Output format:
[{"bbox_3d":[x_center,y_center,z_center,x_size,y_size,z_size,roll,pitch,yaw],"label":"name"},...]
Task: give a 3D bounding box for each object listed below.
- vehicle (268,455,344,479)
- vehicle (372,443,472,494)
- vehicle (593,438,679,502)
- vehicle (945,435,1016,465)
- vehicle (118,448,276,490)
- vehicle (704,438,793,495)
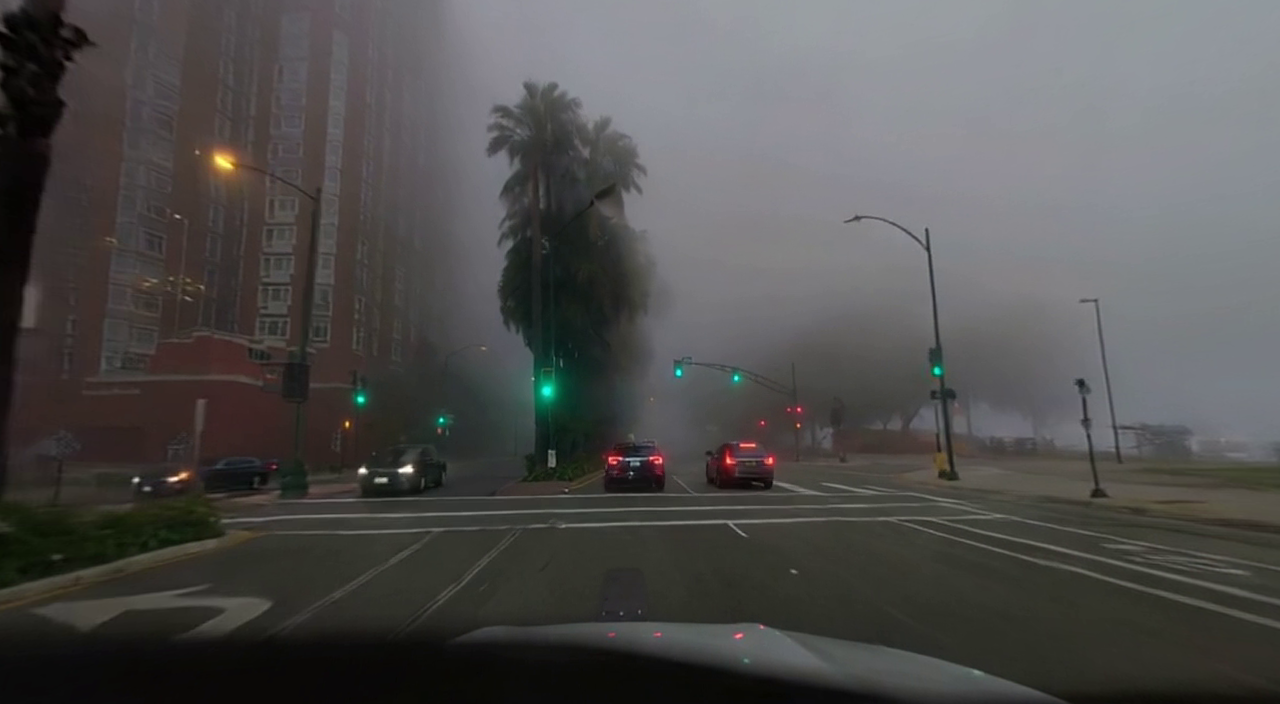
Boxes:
[{"bbox_3d":[-22.061,7.585,41.912,1.844,1.478,4.618,-2,-9,12],"label":"vehicle"},{"bbox_3d":[-7.427,3.842,21.242,1.977,1.501,4.435,6,-10,-35],"label":"vehicle"},{"bbox_3d":[-0.111,3.099,16.981,2.048,1.503,3.681,0,-9,-1],"label":"vehicle"},{"bbox_3d":[20.060,5.814,37.477,1.959,1.674,4.706,-1,-9,6],"label":"vehicle"},{"bbox_3d":[-17.144,4.538,24.663,4.641,1.502,1.882,1,-9,-6],"label":"vehicle"},{"bbox_3d":[3.096,3.354,18.744,1.909,1.500,3.524,0,-9,-1],"label":"vehicle"}]
